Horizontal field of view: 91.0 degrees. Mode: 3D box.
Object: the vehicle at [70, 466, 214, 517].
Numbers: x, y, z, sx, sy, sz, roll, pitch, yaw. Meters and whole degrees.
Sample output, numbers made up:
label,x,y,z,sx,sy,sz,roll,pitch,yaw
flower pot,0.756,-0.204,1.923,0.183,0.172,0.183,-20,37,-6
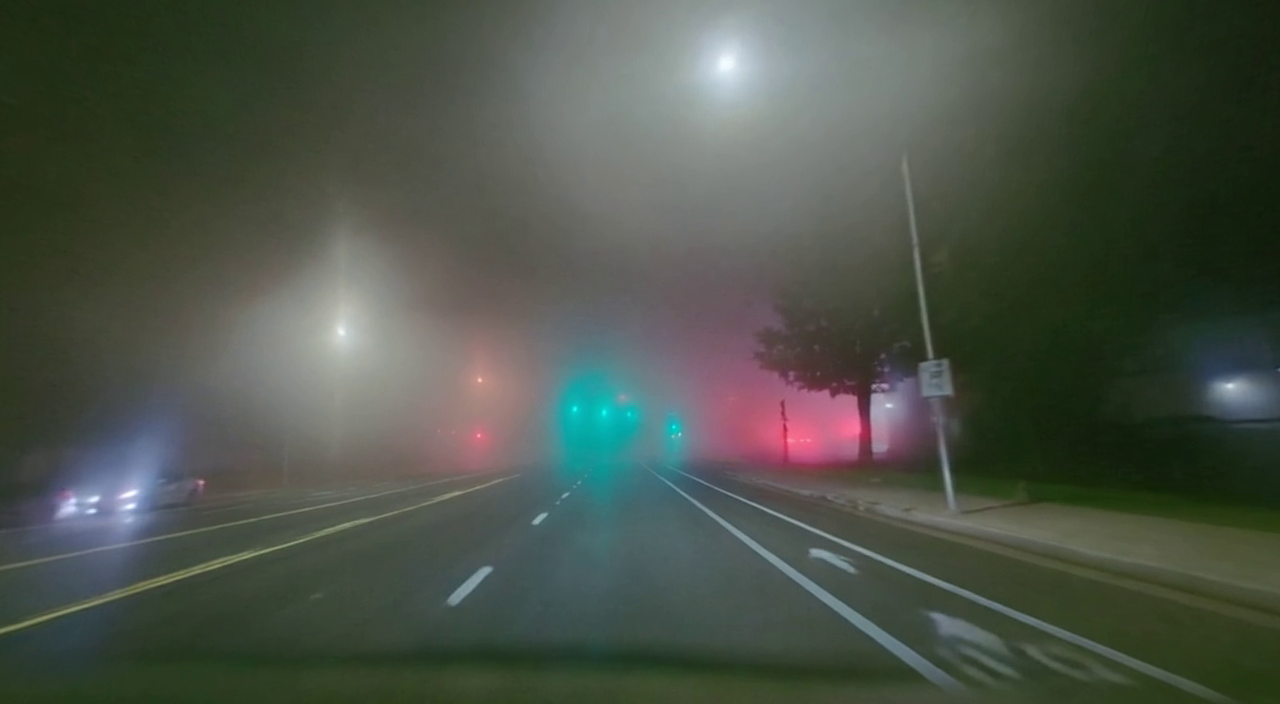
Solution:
label,x,y,z,sx,sy,sz,roll,pitch,yaw
vehicle,-18.178,5.068,23.314,1.869,1.541,4.354,0,-9,-2
